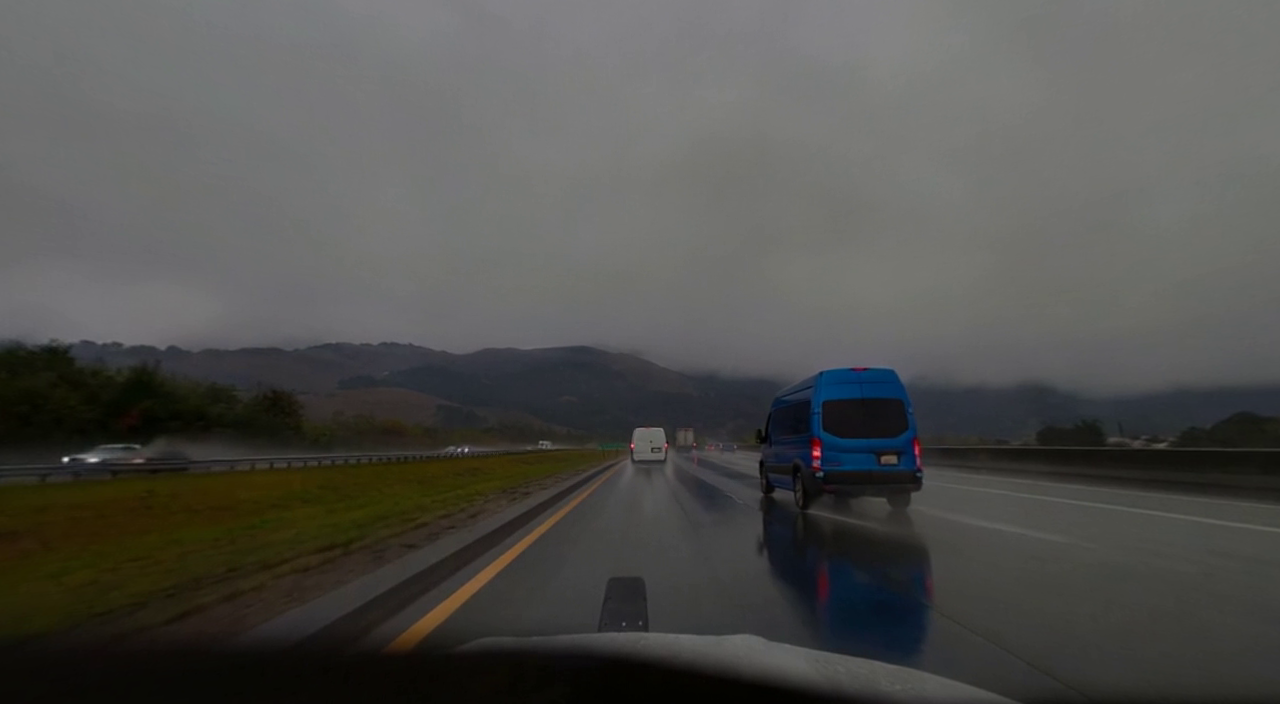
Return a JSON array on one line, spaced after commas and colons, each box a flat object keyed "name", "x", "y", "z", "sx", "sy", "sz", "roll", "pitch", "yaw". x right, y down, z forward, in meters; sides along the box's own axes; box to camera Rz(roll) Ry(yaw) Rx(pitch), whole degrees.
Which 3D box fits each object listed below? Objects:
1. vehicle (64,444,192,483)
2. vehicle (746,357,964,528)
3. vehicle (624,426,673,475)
[{"name": "vehicle", "x": -24.583, "y": 5.337, "z": 30.577, "sx": 2.041, "sy": 1.704, "sz": 4.905, "roll": 0, "pitch": -8, "yaw": 1}, {"name": "vehicle", "x": 3.868, "y": 1.851, "z": 12.994, "sx": 2.302, "sy": 2.670, "sz": 6.176, "roll": 0, "pitch": -8, "yaw": 0}, {"name": "vehicle", "x": 0.388, "y": 4.640, "z": 29.910, "sx": 2.131, "sy": 2.122, "sz": 4.473, "roll": 0, "pitch": -8, "yaw": 0}]
